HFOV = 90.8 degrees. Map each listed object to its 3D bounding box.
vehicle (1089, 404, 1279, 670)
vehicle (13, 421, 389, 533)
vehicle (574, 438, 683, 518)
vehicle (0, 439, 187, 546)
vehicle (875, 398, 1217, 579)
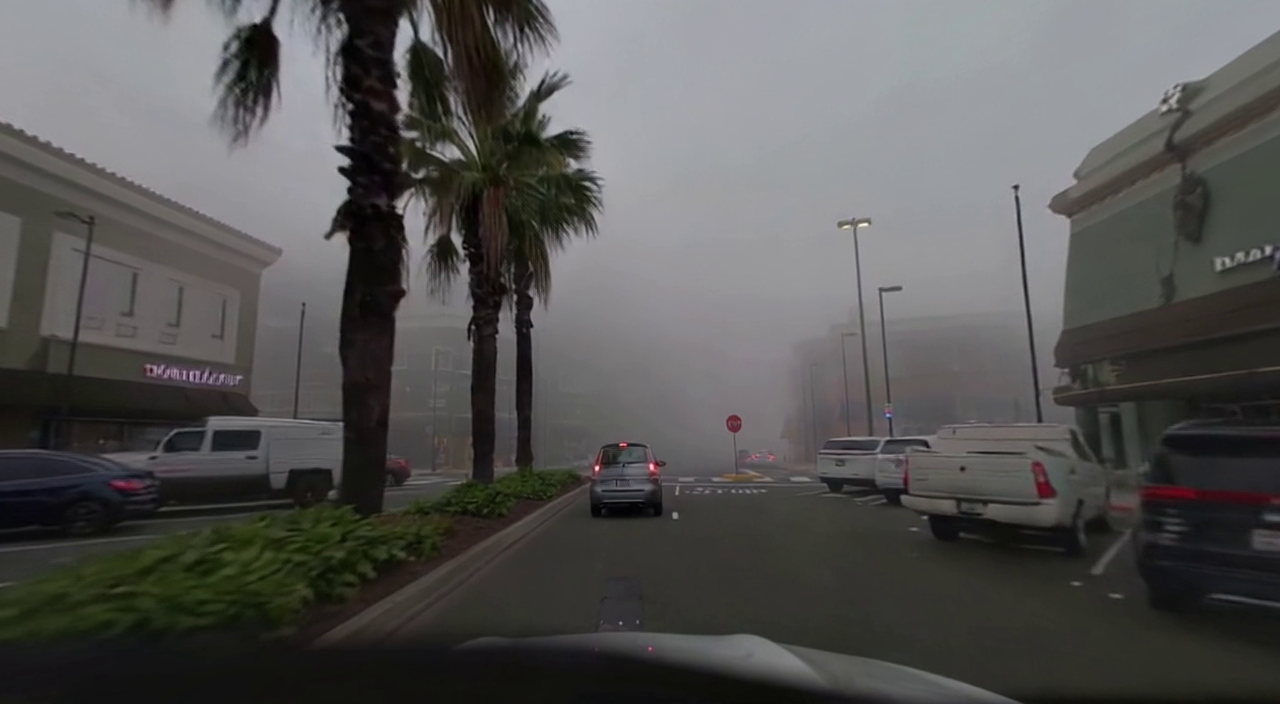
[{"bbox_3d":[5.348,1.249,4.883,4.105,1.509,1.839,7,-11,-38],"label":"vehicle"},{"bbox_3d":[-10.092,2.802,15.177,6.873,2.051,2.823,8,-11,-43],"label":"vehicle"},{"bbox_3d":[-0.082,2.669,13.875,2.031,1.479,3.969,-1,-9,4],"label":"vehicle"},{"bbox_3d":[-10.552,2.366,10.954,4.190,1.660,1.959,6,-11,-36],"label":"vehicle"},{"bbox_3d":[5.626,1.667,8.521,5.021,1.721,2.244,7,-11,-38],"label":"vehicle"}]
